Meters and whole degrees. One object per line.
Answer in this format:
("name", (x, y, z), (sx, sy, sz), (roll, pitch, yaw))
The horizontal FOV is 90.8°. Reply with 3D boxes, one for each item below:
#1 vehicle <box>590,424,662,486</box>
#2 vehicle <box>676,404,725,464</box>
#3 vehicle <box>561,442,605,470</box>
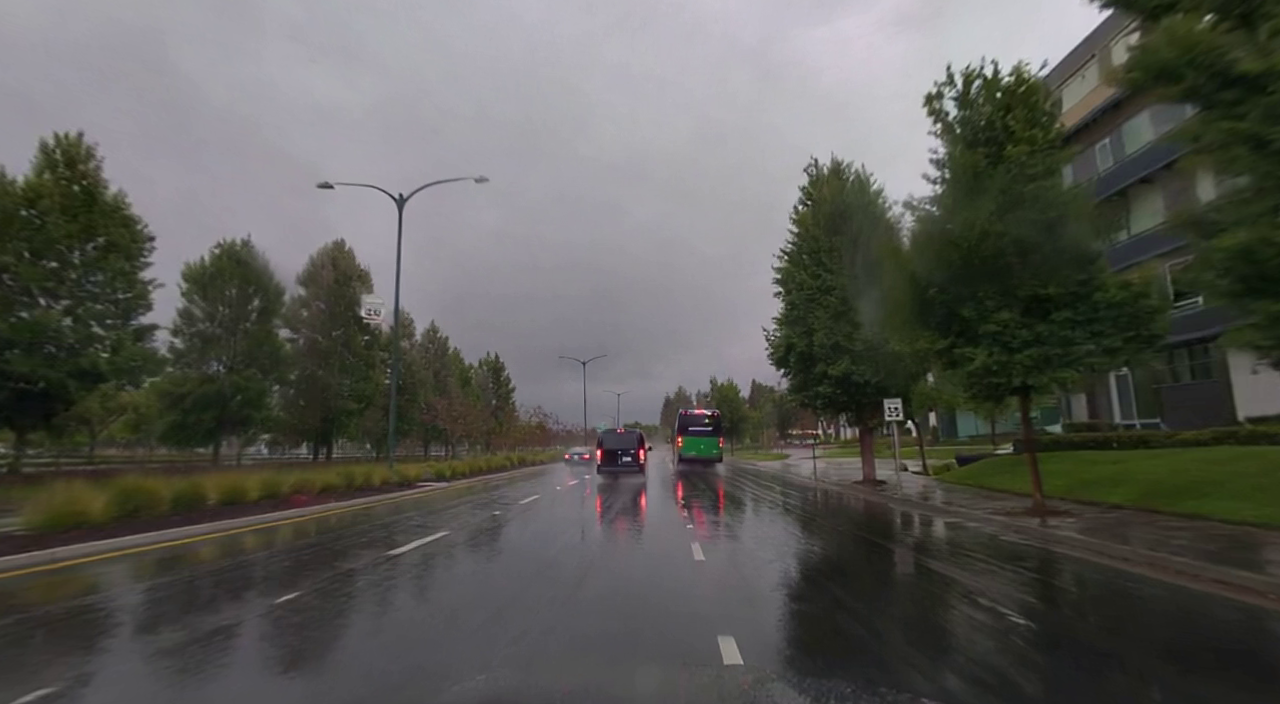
("vehicle", (-0.391, 3.937, 24.359), (2.336, 2.122, 5.207), (-1, -9, 3))
("vehicle", (4.431, 6.468, 48.903), (2.970, 4.005, 13.429), (-1, -9, 2))
("vehicle", (-3.459, 6.453, 39.361), (2.109, 1.672, 4.256), (-1, -9, 3))
